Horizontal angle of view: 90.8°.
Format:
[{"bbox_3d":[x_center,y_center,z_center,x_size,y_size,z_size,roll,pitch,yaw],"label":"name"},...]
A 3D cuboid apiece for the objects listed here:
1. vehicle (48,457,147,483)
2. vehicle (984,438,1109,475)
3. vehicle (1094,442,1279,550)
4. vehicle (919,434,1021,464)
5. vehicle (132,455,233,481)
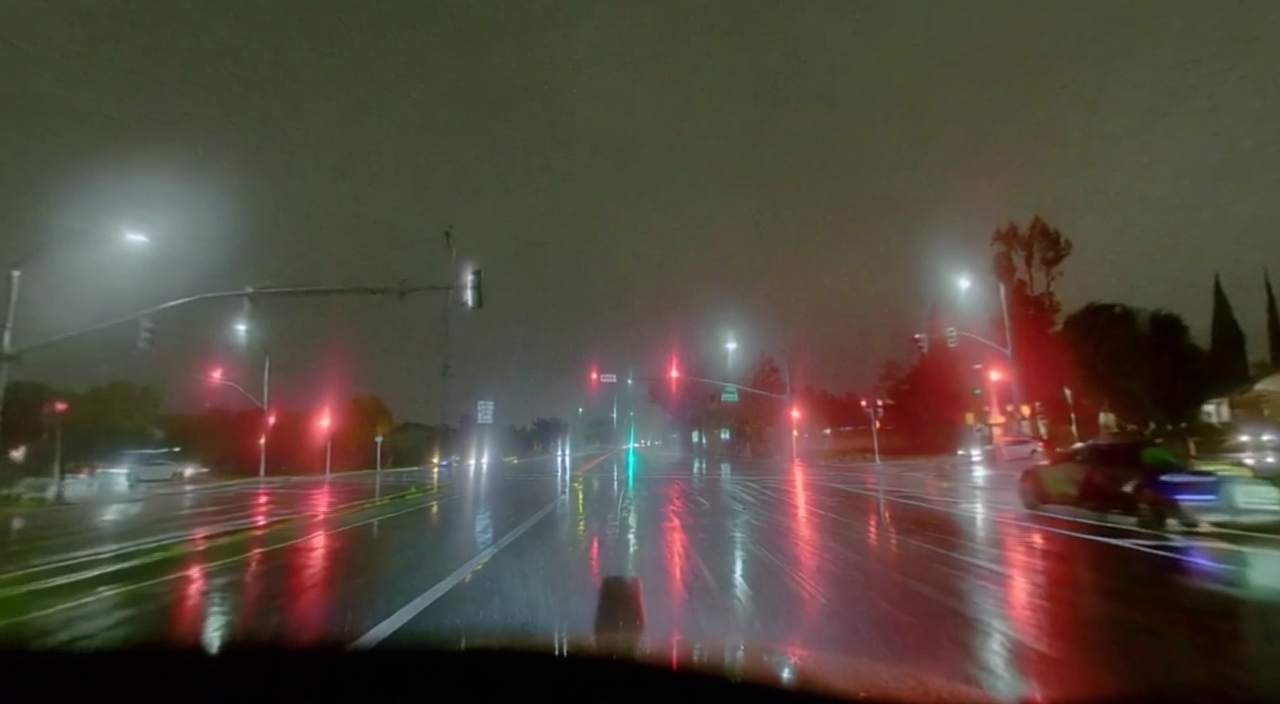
[{"bbox_3d":[-33.075,7.171,38.596,4.404,1.486,1.791,0,-9,0],"label":"vehicle"},{"bbox_3d":[18.577,4.774,29.045,4.357,1.461,1.927,-2,-8,2],"label":"vehicle"},{"bbox_3d":[9.807,2.145,9.782,1.918,1.483,4.813,0,-8,-1],"label":"vehicle"},{"bbox_3d":[20.224,5.967,38.853,5.021,1.780,2.191,0,-9,-3],"label":"vehicle"},{"bbox_3d":[-27.975,7.097,38.719,4.665,1.494,1.850,0,-9,-3],"label":"vehicle"}]
